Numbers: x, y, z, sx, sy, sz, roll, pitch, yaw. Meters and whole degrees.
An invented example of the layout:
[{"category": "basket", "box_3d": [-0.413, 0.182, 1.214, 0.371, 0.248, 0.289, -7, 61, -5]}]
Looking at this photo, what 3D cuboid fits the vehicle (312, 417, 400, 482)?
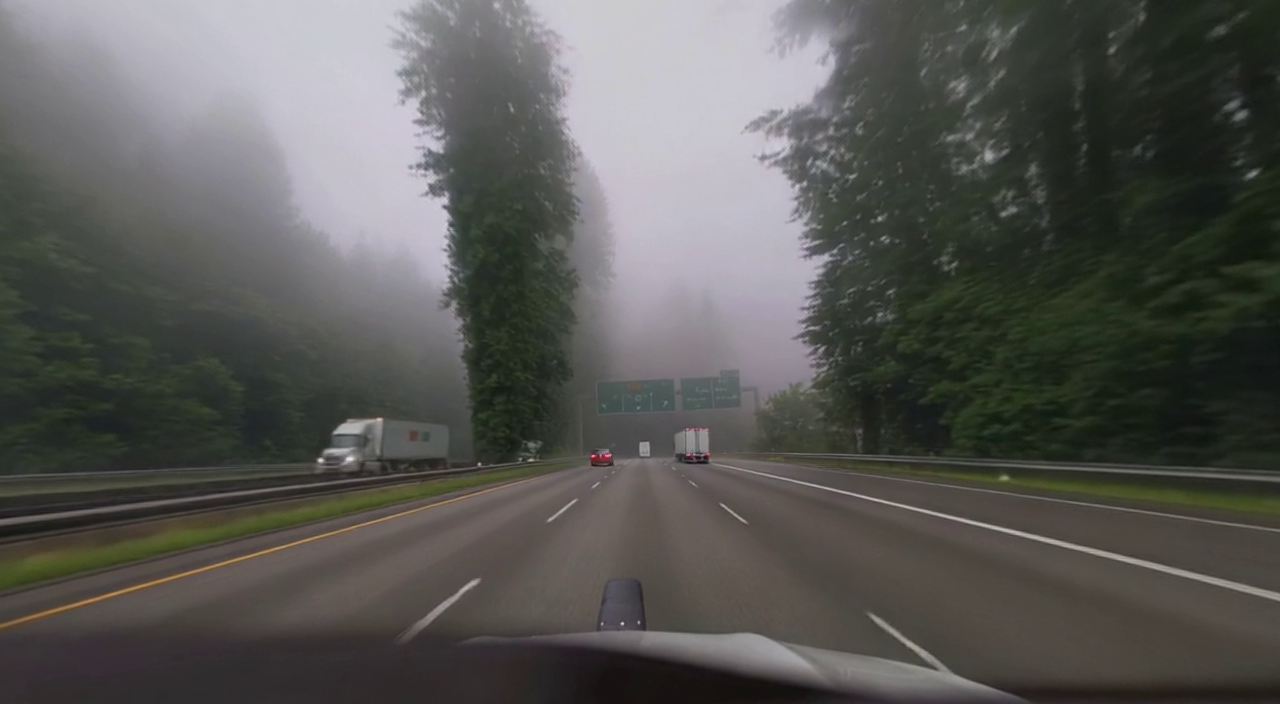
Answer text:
[{"category": "vehicle", "box_3d": [-18.691, 6.455, 41.881, 3.008, 3.926, 5.831, 0, -9, 0]}]
